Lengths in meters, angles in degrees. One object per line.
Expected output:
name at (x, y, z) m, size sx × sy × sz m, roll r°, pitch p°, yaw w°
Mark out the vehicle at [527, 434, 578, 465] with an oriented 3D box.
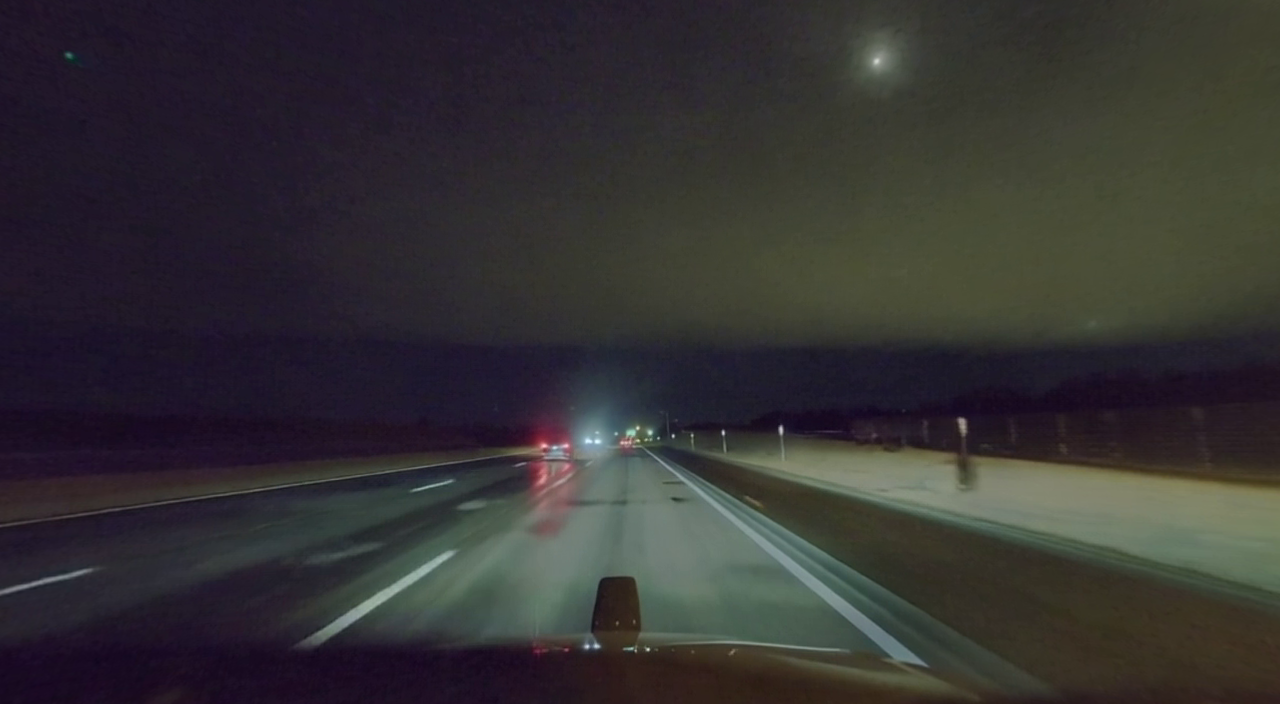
vehicle at (-4.822, 5.441, 35.399) m, size 2.129 × 1.588 × 4.980 m, roll 0°, pitch -8°, yaw 0°
